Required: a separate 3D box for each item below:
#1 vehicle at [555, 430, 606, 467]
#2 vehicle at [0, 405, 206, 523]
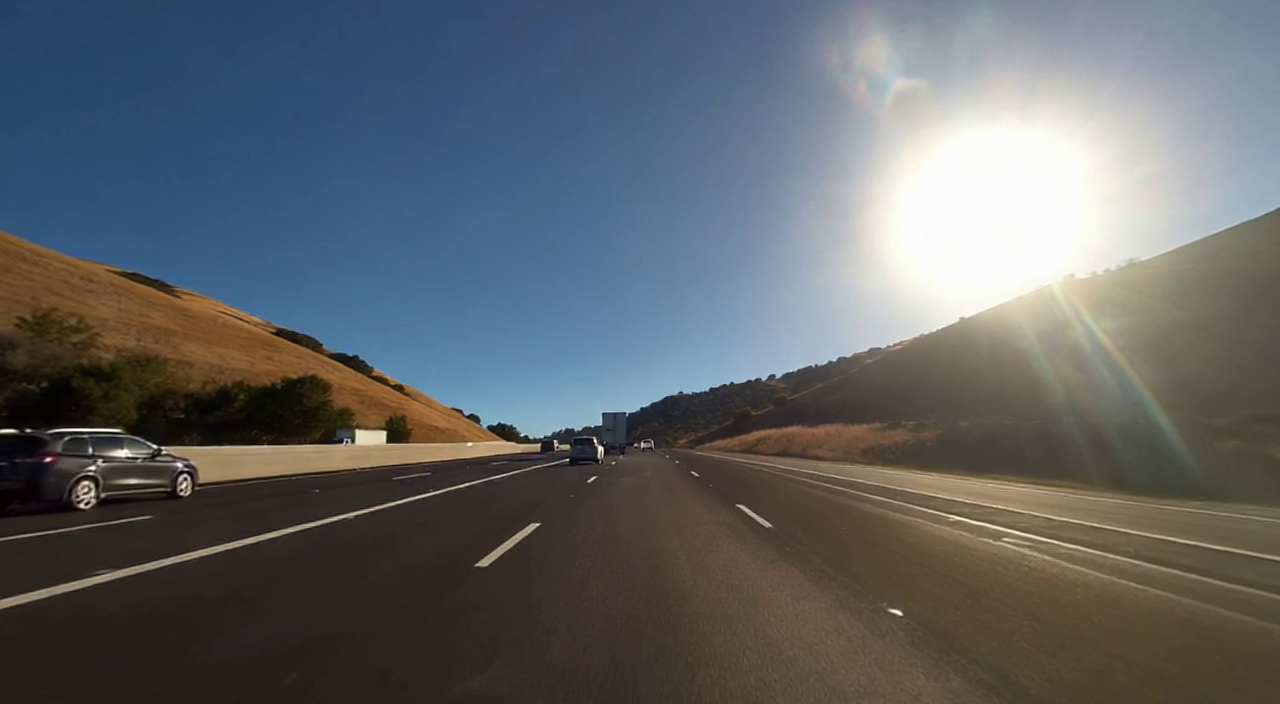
[{"bbox_3d":[-2.913,4.824,31.477,2.099,1.734,4.413,0,-8,0],"label":"vehicle"},{"bbox_3d":[-11.005,1.993,11.500,2.130,1.828,5.523,0,-8,0],"label":"vehicle"}]
